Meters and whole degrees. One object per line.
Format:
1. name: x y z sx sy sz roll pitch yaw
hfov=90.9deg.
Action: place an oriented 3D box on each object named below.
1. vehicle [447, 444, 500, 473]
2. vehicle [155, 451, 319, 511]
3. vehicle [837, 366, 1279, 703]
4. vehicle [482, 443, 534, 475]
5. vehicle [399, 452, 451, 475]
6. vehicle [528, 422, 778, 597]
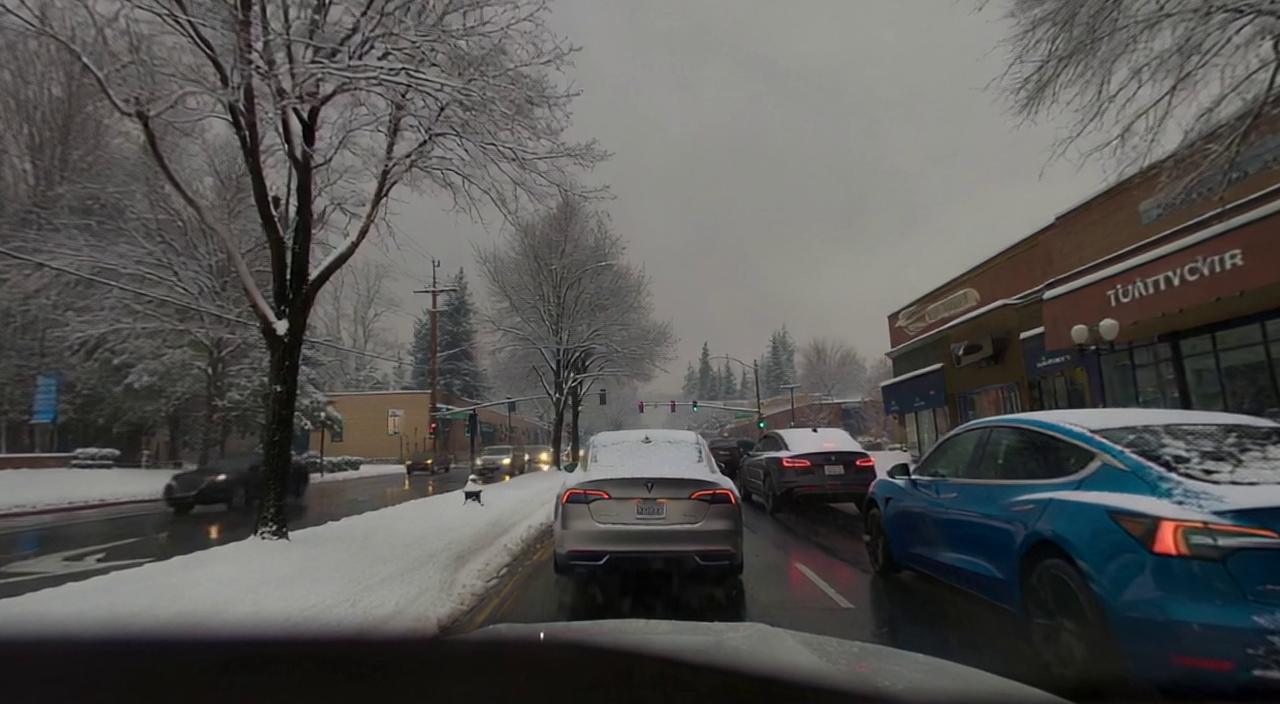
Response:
1. vehicle: -10.987 7.027 41.856 2.122 1.786 4.757 0 -8 1
2. vehicle: -11.582 3.694 18.553 1.917 1.506 4.280 0 -8 1
3. vehicle: 3.203 1.195 4.640 2.038 1.651 4.455 0 -8 0
4. vehicle: -7.360 6.001 35.556 1.968 1.682 4.213 0 -8 1
5. vehicle: -14.670 7.605 43.271 1.999 1.462 4.200 0 -8 1
6. vehicle: 0.116 1.645 7.439 2.137 1.488 3.938 0 -8 0
